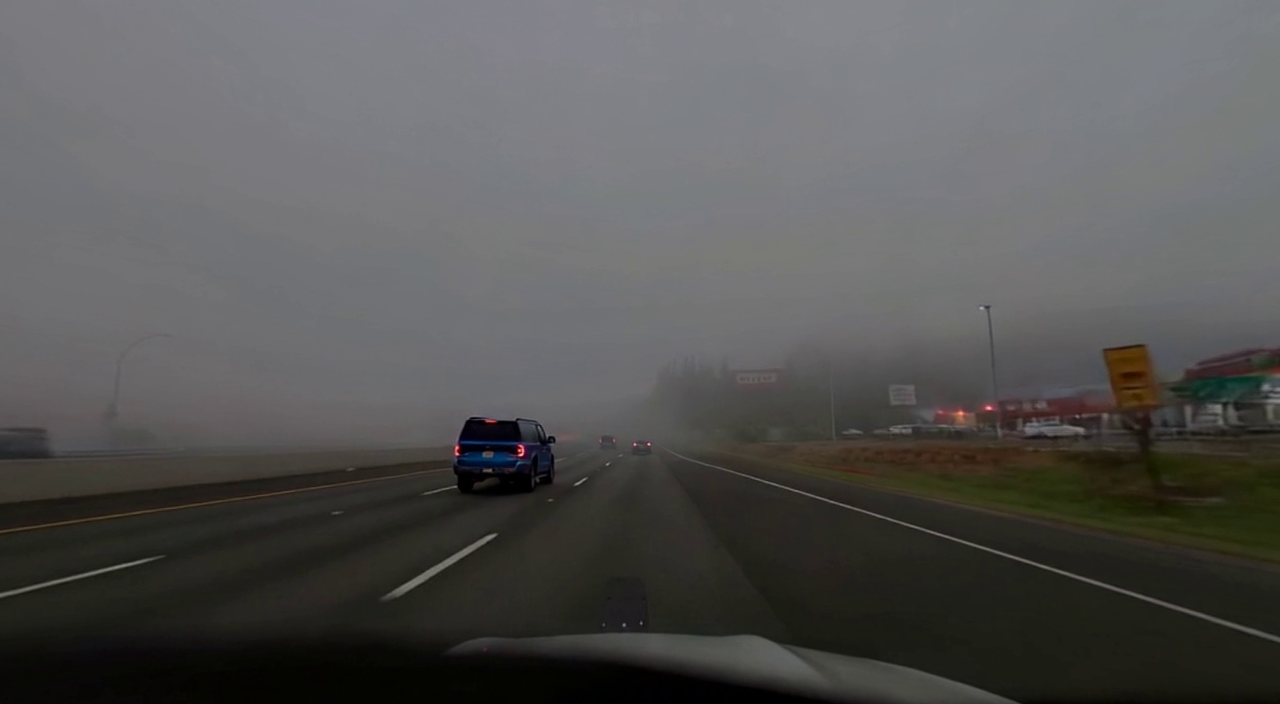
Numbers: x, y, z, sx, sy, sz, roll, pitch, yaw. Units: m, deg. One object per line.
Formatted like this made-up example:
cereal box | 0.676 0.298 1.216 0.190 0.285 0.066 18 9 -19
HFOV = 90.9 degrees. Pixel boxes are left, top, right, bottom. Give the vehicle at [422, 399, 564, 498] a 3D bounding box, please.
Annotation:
vehicle | -3.640 2.575 17.046 2.352 2.209 5.802 0 -8 1

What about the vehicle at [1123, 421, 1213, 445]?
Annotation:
vehicle | 33.797 5.205 40.445 4.157 1.498 1.870 1 -8 -4
